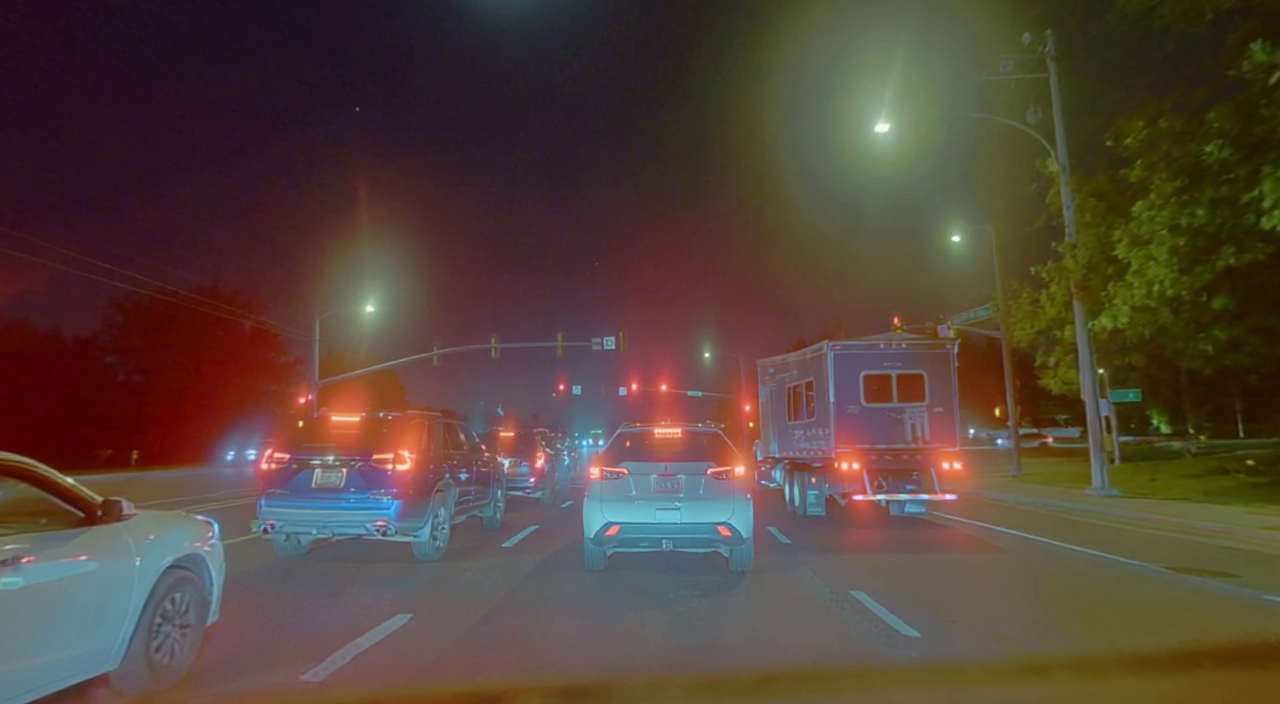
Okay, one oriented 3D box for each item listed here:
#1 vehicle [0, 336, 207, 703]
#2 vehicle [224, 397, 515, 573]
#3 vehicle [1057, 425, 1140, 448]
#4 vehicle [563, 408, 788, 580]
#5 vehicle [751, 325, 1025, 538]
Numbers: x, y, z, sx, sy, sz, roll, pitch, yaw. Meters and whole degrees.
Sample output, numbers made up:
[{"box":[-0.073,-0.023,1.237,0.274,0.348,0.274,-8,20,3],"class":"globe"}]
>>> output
[{"box":[-3.431,0.673,1.475,1.952,1.730,4.116,0,-9,-1],"class":"vehicle"},{"box":[-3.268,1.717,8.852,2.085,1.812,4.388,0,-9,0],"class":"vehicle"},{"box":[33.164,6.151,45.881,4.671,1.595,1.824,-5,-10,31],"class":"vehicle"},{"box":[0.353,1.698,8.318,2.189,1.649,4.171,0,-9,0],"class":"vehicle"},{"box":[3.681,1.417,11.020,2.531,2.750,5.595,0,-8,1],"class":"vehicle"}]
